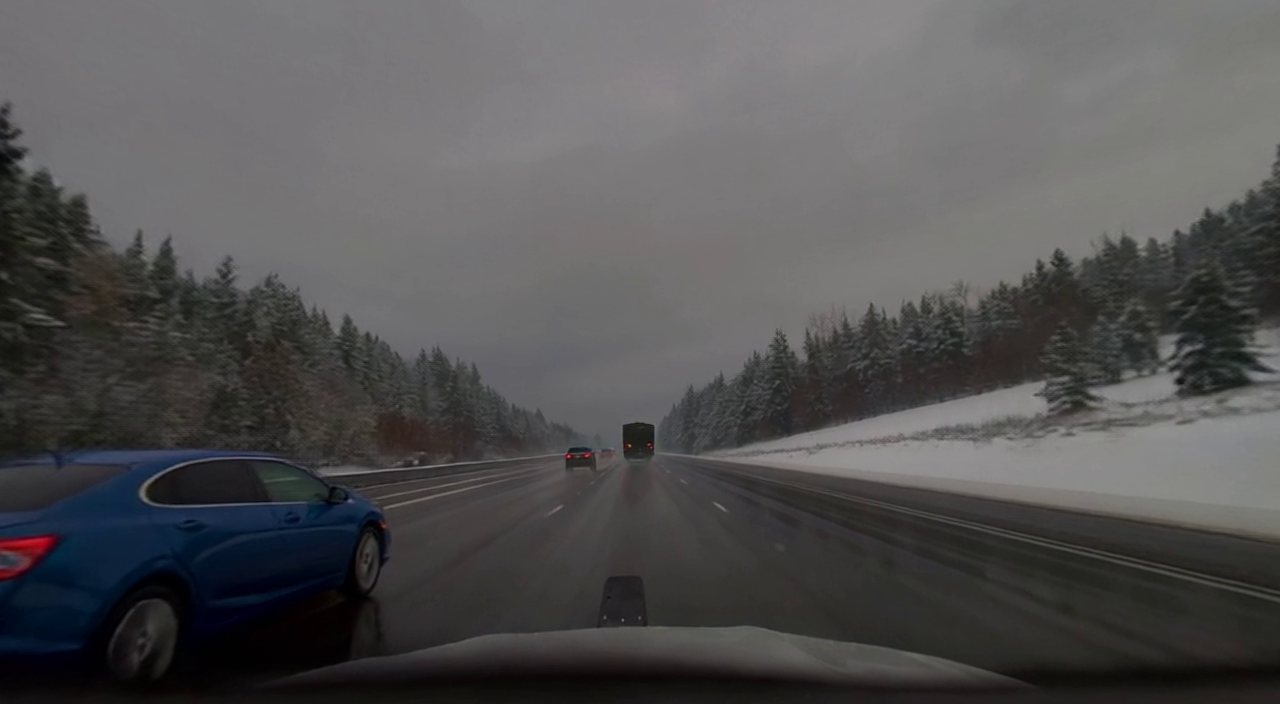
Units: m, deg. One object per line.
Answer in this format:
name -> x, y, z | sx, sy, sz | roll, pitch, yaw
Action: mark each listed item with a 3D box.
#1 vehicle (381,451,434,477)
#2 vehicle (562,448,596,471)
vehicle -> -16.728, 8.049, 45.603 | 2.191, 1.757, 4.202 | 0, -9, 0
vehicle -> -4.245, 7.481, 44.157 | 1.916, 1.506, 4.476 | 0, -9, 0
